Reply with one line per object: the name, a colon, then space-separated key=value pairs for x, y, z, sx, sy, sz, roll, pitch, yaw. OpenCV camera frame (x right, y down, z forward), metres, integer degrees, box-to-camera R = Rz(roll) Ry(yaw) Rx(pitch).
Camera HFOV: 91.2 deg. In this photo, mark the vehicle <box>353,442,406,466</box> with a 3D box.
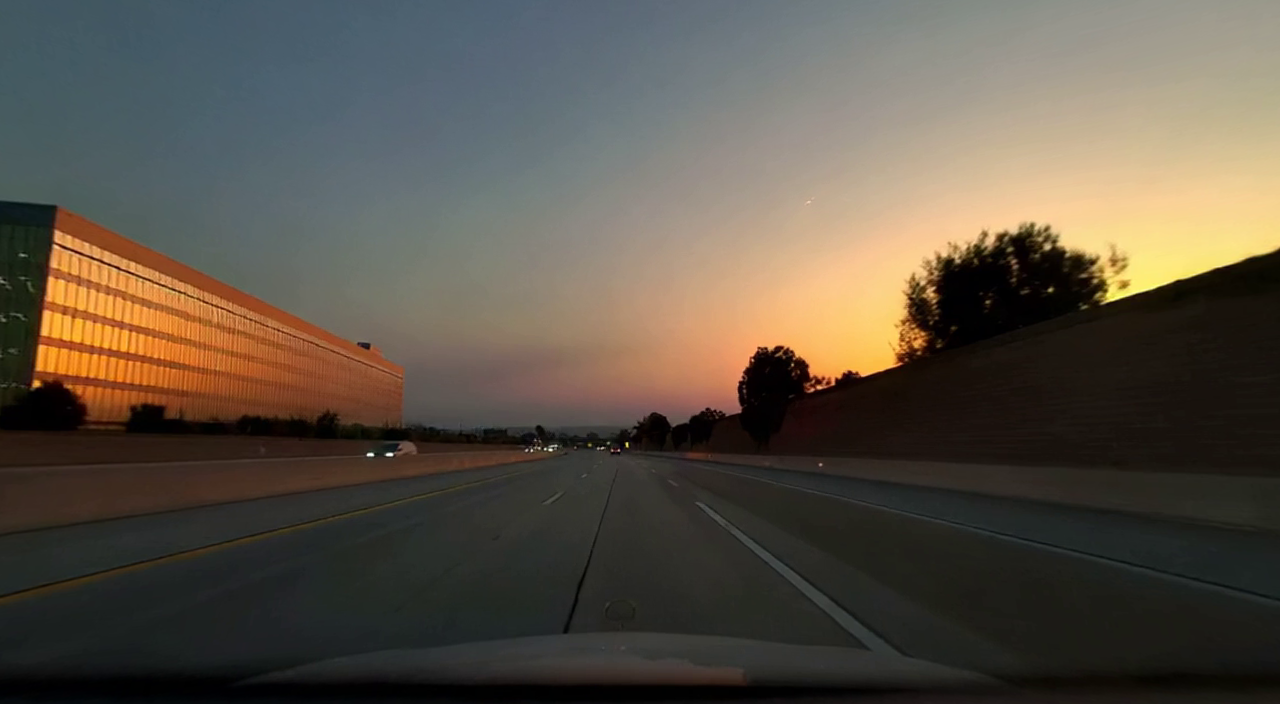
vehicle: x=-18.000 y=7.060 z=43.487 sx=1.898 sy=1.557 sz=4.267 roll=0 pitch=-9 yaw=0
